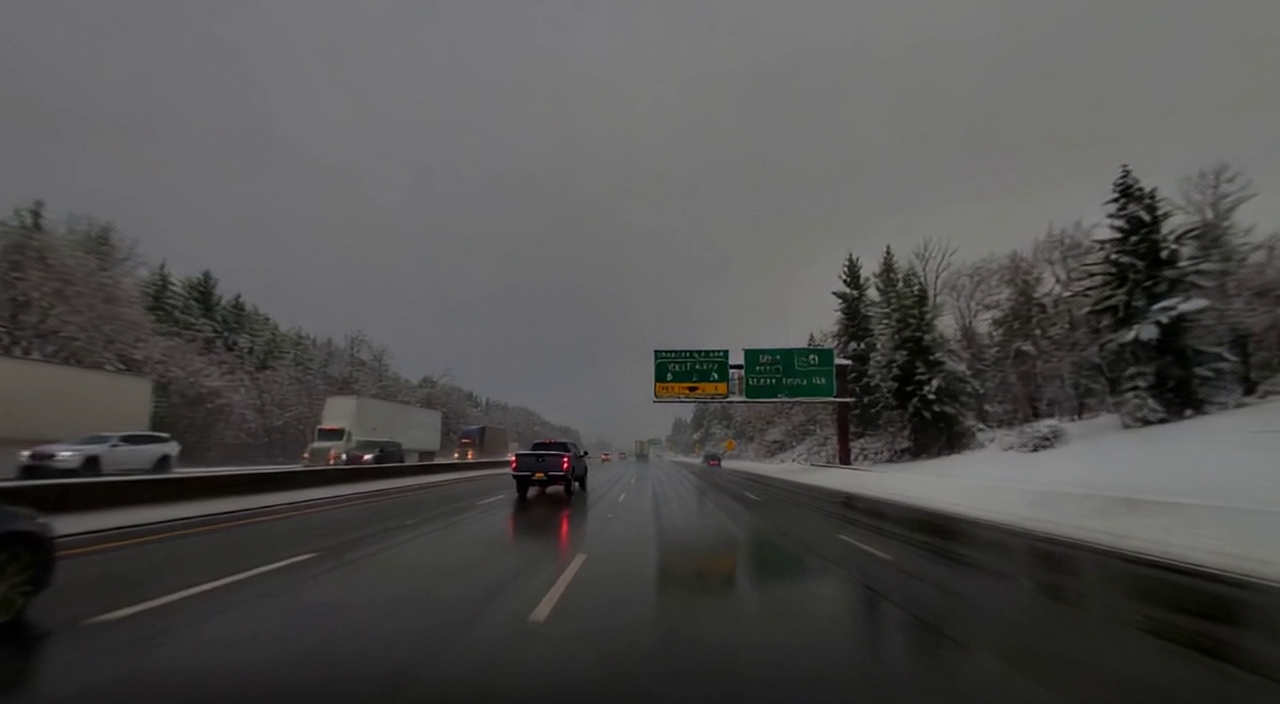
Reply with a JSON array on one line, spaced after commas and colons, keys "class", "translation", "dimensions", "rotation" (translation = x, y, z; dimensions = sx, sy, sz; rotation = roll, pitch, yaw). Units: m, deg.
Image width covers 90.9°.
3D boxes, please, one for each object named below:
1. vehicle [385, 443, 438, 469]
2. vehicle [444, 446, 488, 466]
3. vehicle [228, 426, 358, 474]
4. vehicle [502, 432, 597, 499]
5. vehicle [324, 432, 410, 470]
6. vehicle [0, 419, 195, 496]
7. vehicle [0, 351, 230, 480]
[{"class": "vehicle", "translation": [-13.291, 6.088, 36.890], "dimensions": [1.800, 1.412, 3.449], "rotation": [0, -9, 0]}, {"class": "vehicle", "translation": [-12.459, 7.453, 45.289], "dimensions": [1.819, 1.399, 4.171], "rotation": [0, -9, 2]}, {"class": "vehicle", "translation": [-12.580, 3.684, 23.299], "dimensions": [1.971, 1.478, 4.726], "rotation": [3, -11, 1]}, {"class": "vehicle", "translation": [-2.809, 3.697, 20.878], "dimensions": [2.220, 1.928, 5.176], "rotation": [0, -9, 2]}, {"class": "vehicle", "translation": [-12.873, 4.757, 30.057], "dimensions": [1.990, 1.523, 4.508], "rotation": [3, -10, 1]}, {"class": "vehicle", "translation": [-12.726, 2.390, 14.245], "dimensions": [1.978, 1.433, 4.435], "rotation": [2, -10, 1]}, {"class": "vehicle", "translation": [-21.486, 2.524, 23.197], "dimensions": [2.835, 4.027, 14.235], "rotation": [0, -9, 2]}]
